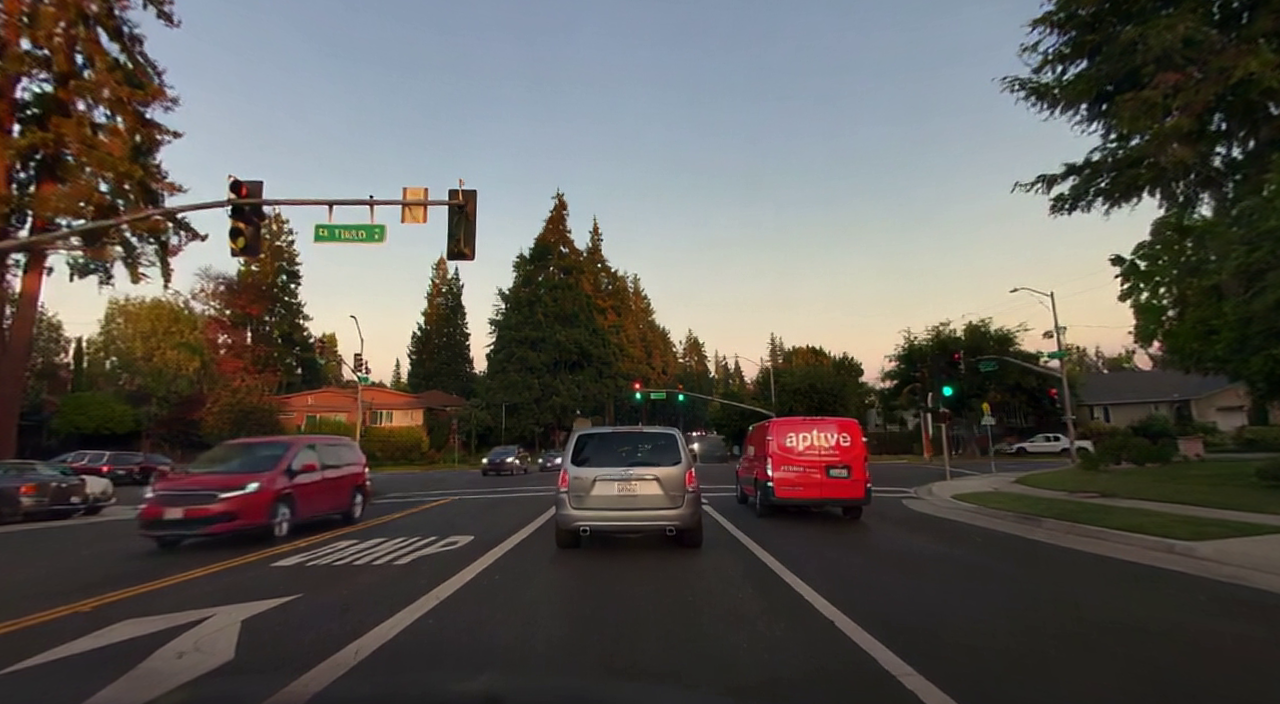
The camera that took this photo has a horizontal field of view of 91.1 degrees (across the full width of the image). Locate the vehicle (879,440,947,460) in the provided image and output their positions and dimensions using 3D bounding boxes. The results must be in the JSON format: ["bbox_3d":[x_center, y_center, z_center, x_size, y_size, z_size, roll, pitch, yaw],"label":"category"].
[{"bbox_3d":[20.843,7.520,48.033,4.377,1.483,1.801,1,-9,-7],"label":"vehicle"}]

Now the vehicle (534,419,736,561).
[{"bbox_3d":[-0.066,1.923,9.502,2.321,1.624,4.367,0,-8,0],"label":"vehicle"}]

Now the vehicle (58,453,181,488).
[{"bbox_3d":[-25.268,5.754,30.618,4.073,1.603,1.920,1,-9,-8],"label":"vehicle"}]

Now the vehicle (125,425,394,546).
[{"bbox_3d":[-6.615,2.343,11.781,2.070,1.775,4.703,0,-8,0],"label":"vehicle"}]

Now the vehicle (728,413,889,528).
[{"bbox_3d":[3.141,2.314,12.793,2.059,1.924,4.257,0,-8,0],"label":"vehicle"}]

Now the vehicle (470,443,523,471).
[{"bbox_3d":[-9.753,7.206,43.219,2.394,1.815,4.818,0,-8,2],"label":"vehicle"}]
